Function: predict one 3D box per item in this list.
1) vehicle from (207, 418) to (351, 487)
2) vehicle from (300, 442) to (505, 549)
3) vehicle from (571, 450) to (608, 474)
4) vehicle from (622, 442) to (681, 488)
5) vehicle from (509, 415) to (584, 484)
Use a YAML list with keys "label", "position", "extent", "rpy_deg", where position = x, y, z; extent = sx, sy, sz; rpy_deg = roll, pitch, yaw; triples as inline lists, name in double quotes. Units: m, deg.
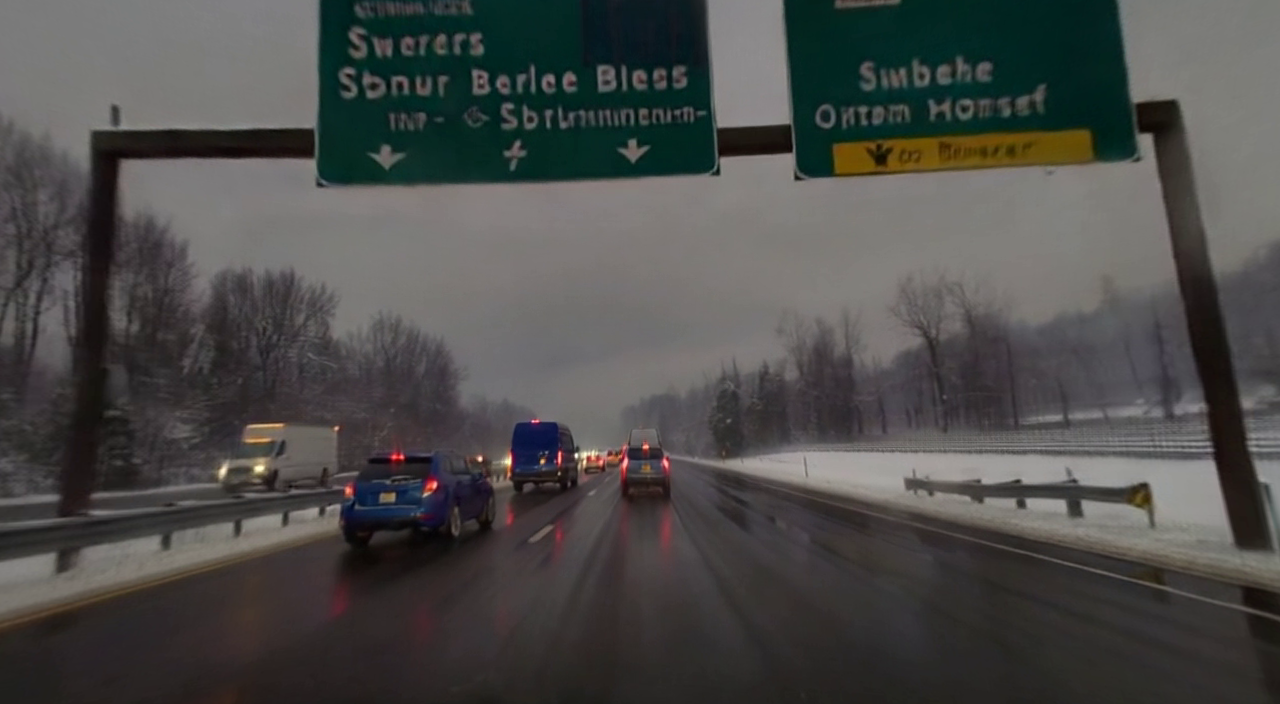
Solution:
- label: "vehicle"
  position: [-21.863, 6.183, 38.870]
  extent: [2.958, 3.709, 9.339]
  rpy_deg: [-1, -9, 2]
- label: "vehicle"
  position: [-3.788, 2.335, 10.883]
  extent: [1.977, 1.485, 3.973]
  rpy_deg: [0, -9, 0]
- label: "vehicle"
  position: [-3.262, 7.222, 41.357]
  extent: [2.015, 1.496, 4.312]
  rpy_deg: [0, -9, 1]
- label: "vehicle"
  position: [0.434, 4.535, 25.447]
  extent: [2.195, 1.679, 4.070]
  rpy_deg: [0, -9, 1]
- label: "vehicle"
  position: [-3.944, 4.279, 27.580]
  extent: [2.275, 2.692, 5.810]
  rpy_deg: [0, -9, 1]
